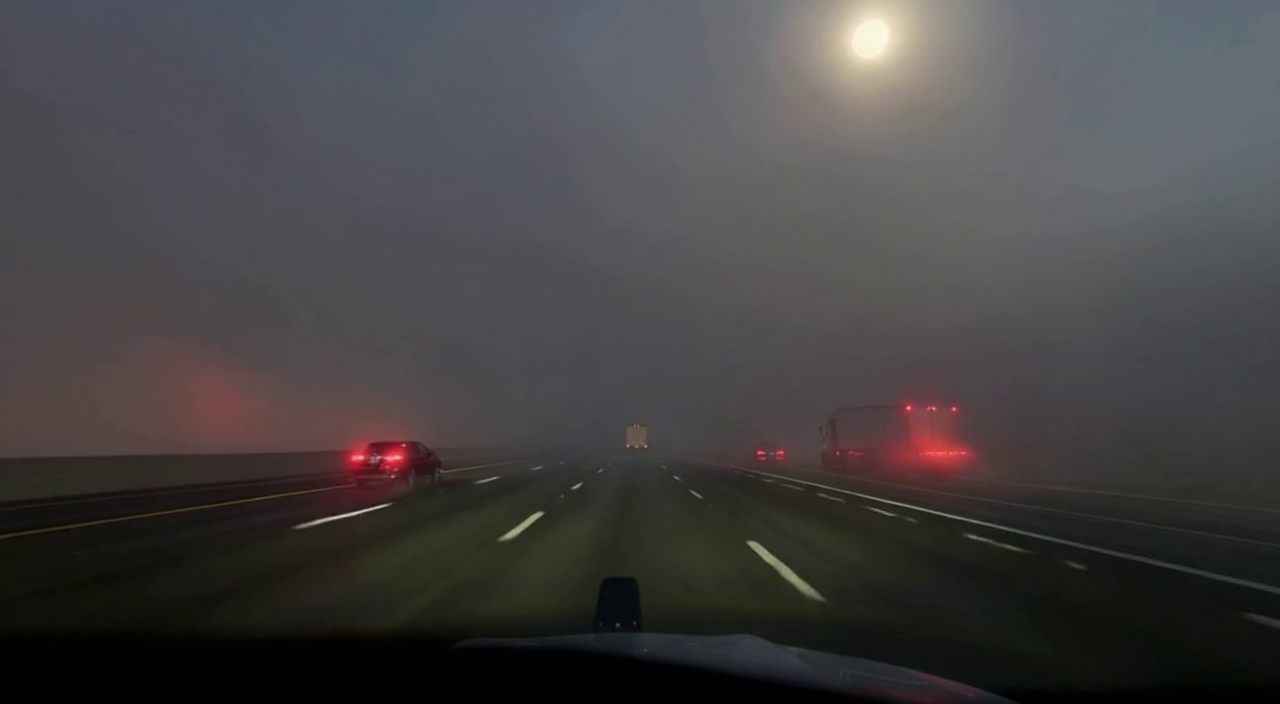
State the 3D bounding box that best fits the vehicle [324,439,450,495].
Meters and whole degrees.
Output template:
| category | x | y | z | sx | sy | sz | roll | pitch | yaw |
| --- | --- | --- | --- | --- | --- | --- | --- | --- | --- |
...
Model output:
| category | x | y | z | sx | sy | sz | roll | pitch | yaw |
| --- | --- | --- | --- | --- | --- | --- | --- | --- | --- |
| vehicle | -7.851 | 3.595 | 20.236 | 2.005 | 1.545 | 4.874 | 0 | -8 | 0 |
